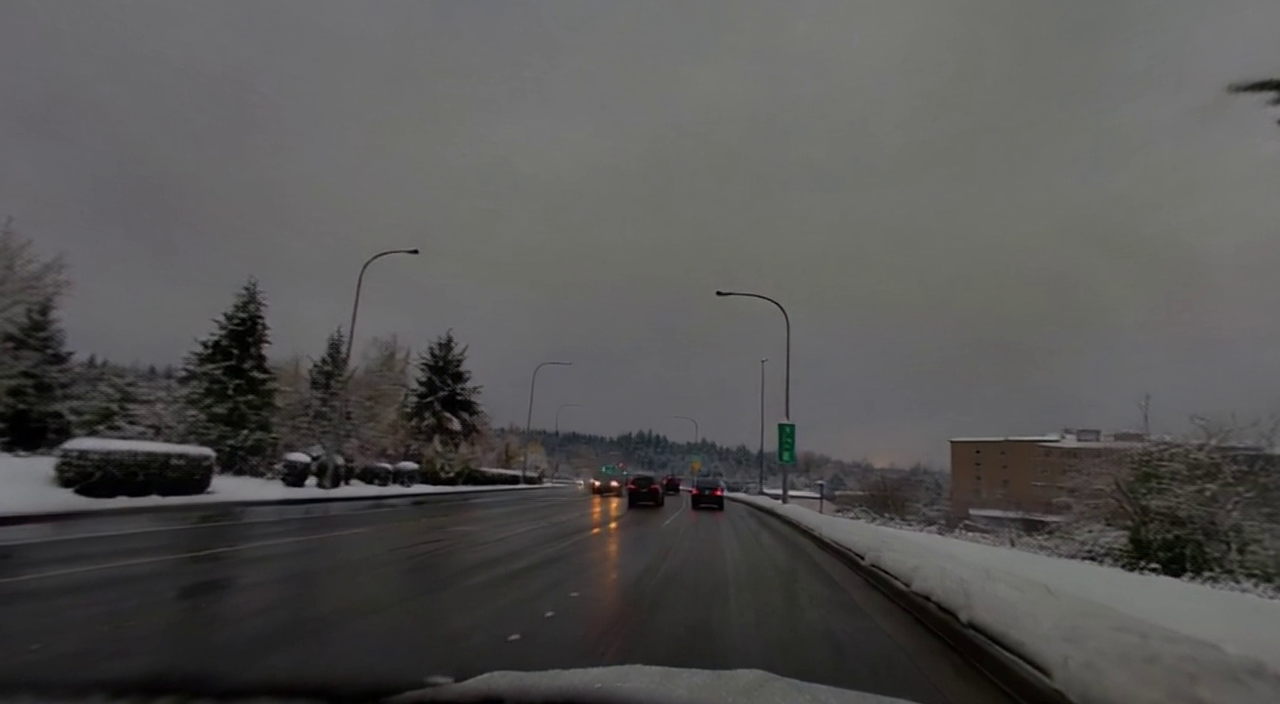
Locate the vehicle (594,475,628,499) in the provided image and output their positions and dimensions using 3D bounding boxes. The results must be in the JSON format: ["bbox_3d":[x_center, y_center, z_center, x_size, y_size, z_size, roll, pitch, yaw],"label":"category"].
[{"bbox_3d":[-2.003,9.646,45.251,2.016,1.573,4.259,1,-10,3],"label":"vehicle"}]

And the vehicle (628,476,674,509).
[{"bbox_3d":[0.683,7.267,32.918,2.030,1.441,4.806,0,-10,5],"label":"vehicle"}]

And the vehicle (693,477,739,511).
[{"bbox_3d":[3.731,7.023,31.486,2.129,1.471,4.258,0,-10,5],"label":"vehicle"}]
